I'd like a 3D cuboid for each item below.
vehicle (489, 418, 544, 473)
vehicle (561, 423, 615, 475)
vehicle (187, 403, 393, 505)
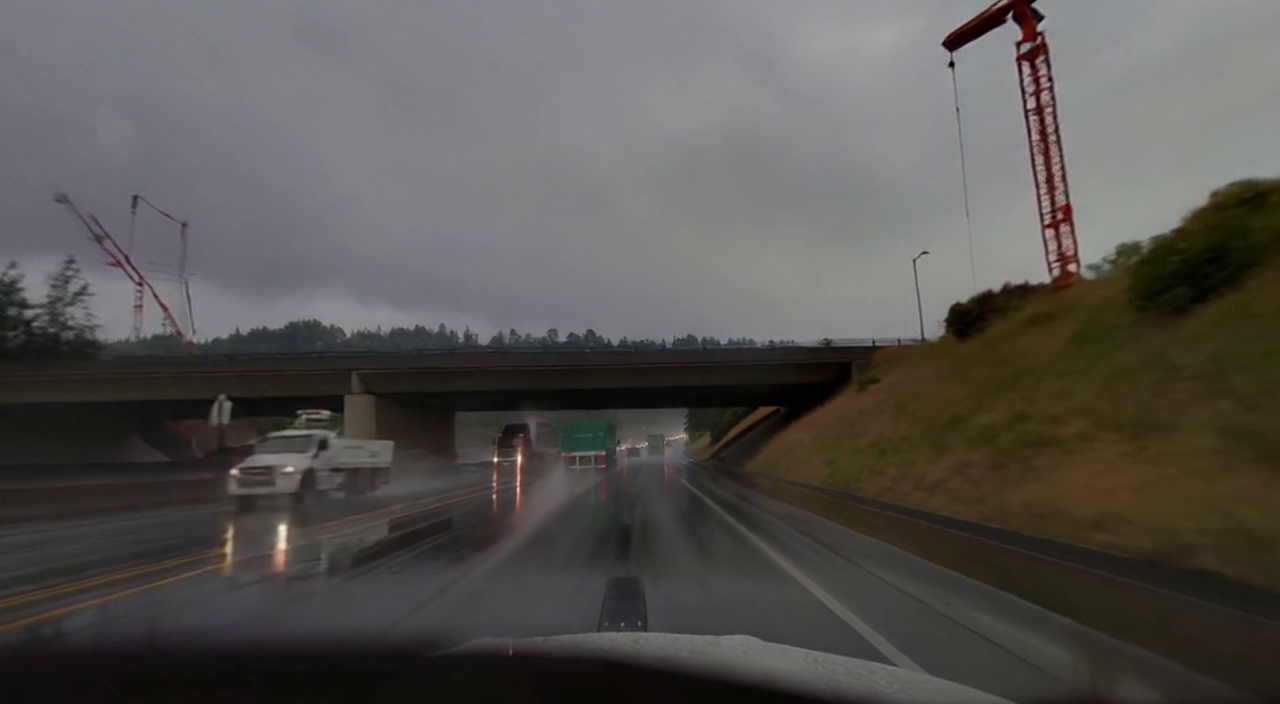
[{"bbox_3d":[-9.519,7.294,49.179,2.918,3.990,5.826,0,-9,1],"label":"vehicle"},{"bbox_3d":[-2.933,5.697,37.066,2.565,2.771,6.641,0,-9,0],"label":"vehicle"},{"bbox_3d":[-10.160,3.098,19.225,2.762,2.579,6.099,0,-9,0],"label":"vehicle"}]
